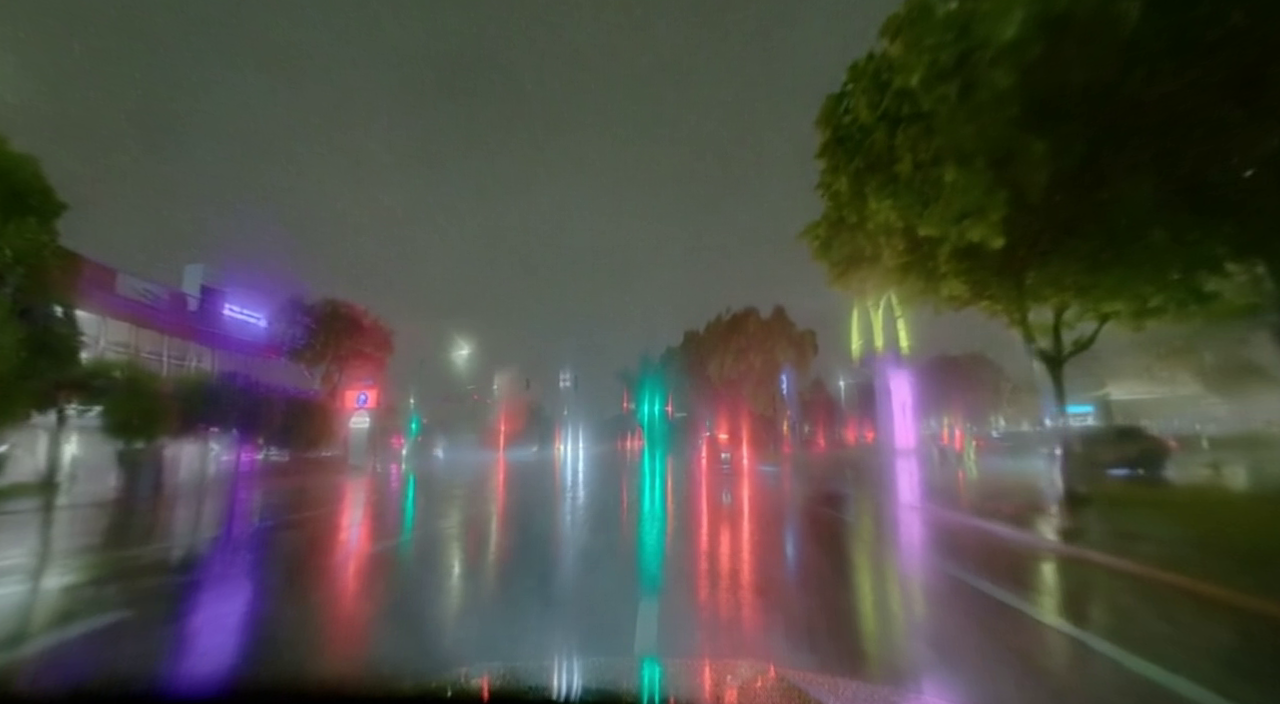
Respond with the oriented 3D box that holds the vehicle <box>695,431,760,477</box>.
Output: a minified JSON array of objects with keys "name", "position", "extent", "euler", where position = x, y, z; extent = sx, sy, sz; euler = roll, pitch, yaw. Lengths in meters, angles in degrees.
[{"name":"vehicle","position":[3.388,4.060,25.312],"extent":[2.230,1.683,4.204],"euler":[-1,-8,3]}]
